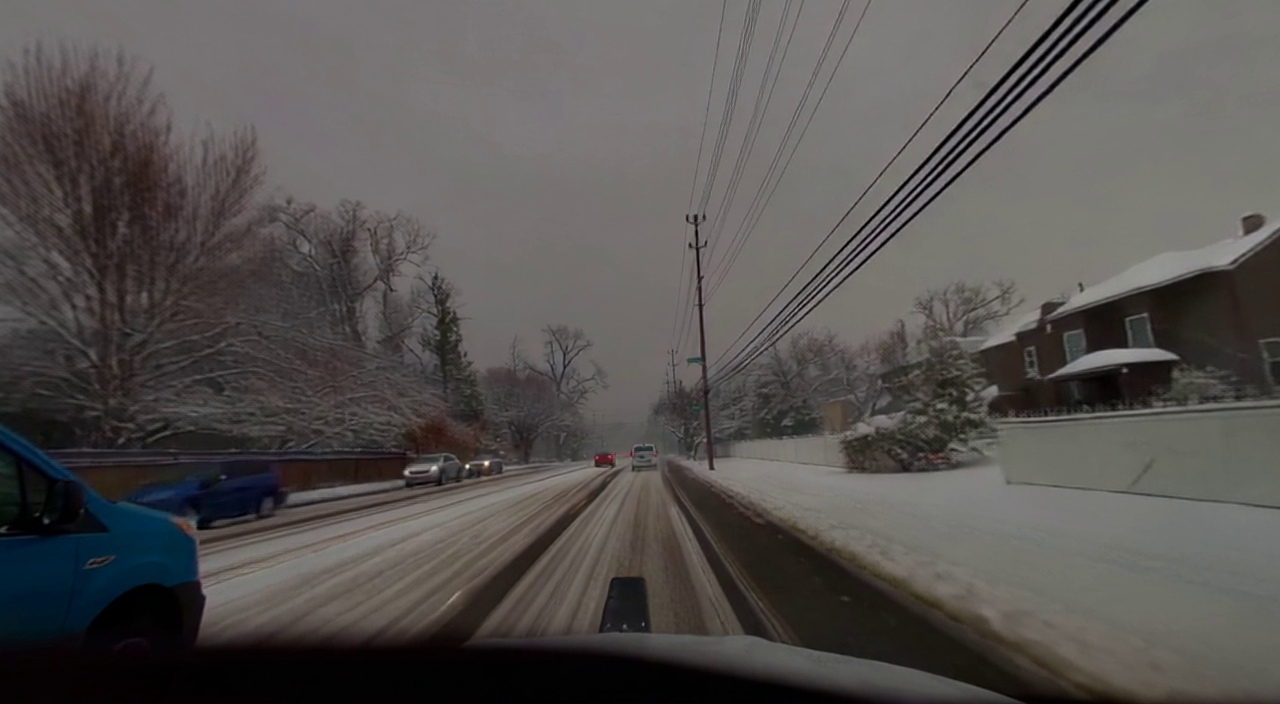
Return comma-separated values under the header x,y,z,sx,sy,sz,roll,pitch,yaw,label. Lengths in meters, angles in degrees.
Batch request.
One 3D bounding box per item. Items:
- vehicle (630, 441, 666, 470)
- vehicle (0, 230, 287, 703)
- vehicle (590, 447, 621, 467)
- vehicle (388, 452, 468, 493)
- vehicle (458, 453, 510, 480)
x,y,z,sx,sy,sz,roll,pitch,yaw,label
0.505,6.417,39.268,2.120,1.718,3.909,0,-9,1,vehicle
-3.502,0.464,1.063,2.336,2.152,5.866,0,-9,1,vehicle
-2.565,8.034,48.397,1.968,1.472,4.489,0,-9,2,vehicle
-9.608,5.468,28.942,2.068,1.480,4.641,-5,-9,0,vehicle
-9.623,7.080,39.189,2.005,1.471,4.330,0,-9,2,vehicle
